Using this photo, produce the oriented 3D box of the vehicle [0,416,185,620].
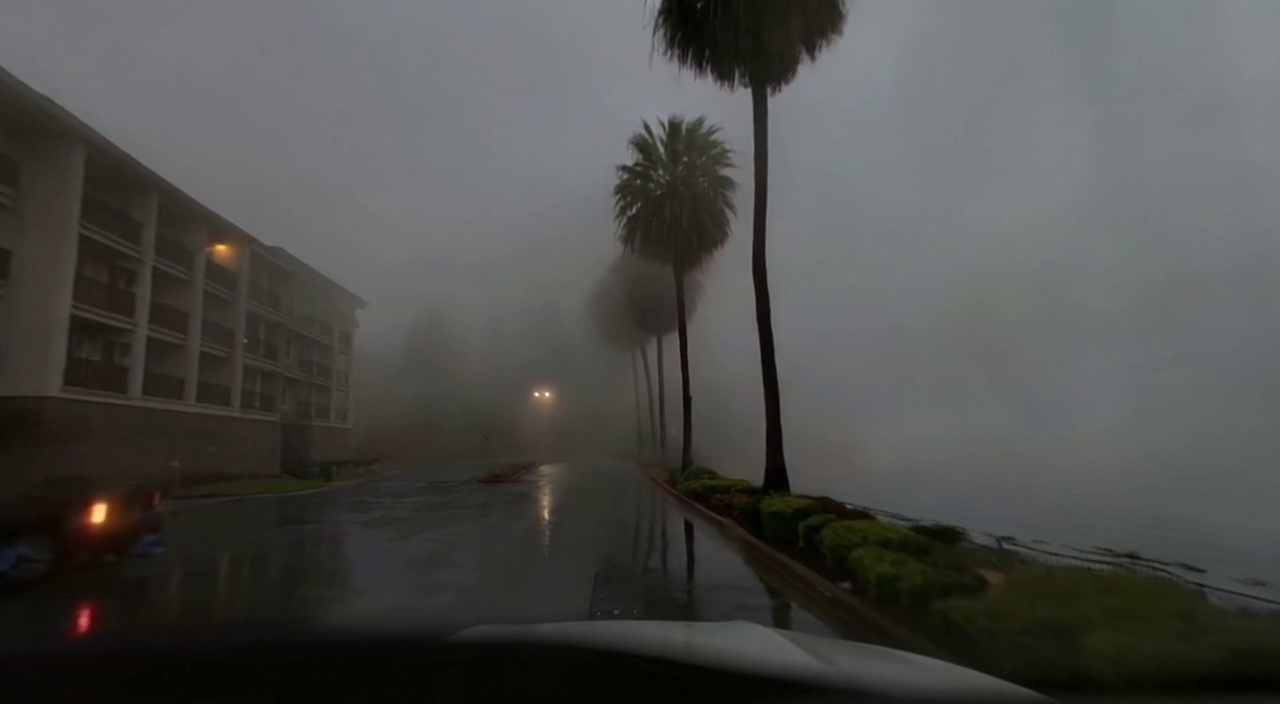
[{"bbox_3d":[-7.161,1.470,5.534,4.803,1.520,1.894,-2,-7,-6],"label":"vehicle"}]
